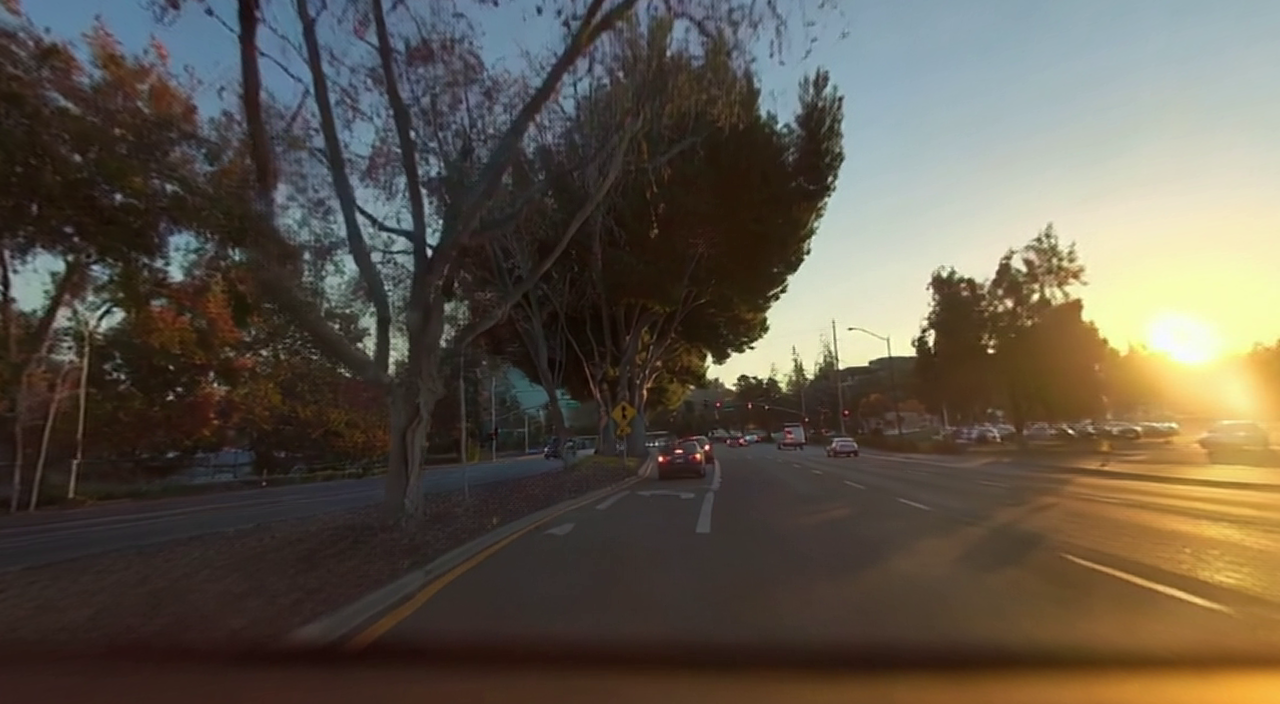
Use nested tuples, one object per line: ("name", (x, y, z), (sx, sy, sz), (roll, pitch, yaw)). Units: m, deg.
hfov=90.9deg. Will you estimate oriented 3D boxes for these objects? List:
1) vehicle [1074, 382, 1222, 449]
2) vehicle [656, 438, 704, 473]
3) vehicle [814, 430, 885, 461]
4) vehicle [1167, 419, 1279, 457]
("vehicle", (29.926, 3.881, 37.171), (7.827, 3.570, 3.121), (4, -9, -22))
("vehicle", (1.932, 4.779, 29.192), (2.032, 1.461, 4.173), (-1, -9, 6))
("vehicle", (12.388, 5.622, 37.670), (1.991, 1.695, 4.357), (2, -10, -12))
("vehicle", (25.805, 3.726, 27.022), (1.784, 1.472, 4.532), (3, -10, -20))
